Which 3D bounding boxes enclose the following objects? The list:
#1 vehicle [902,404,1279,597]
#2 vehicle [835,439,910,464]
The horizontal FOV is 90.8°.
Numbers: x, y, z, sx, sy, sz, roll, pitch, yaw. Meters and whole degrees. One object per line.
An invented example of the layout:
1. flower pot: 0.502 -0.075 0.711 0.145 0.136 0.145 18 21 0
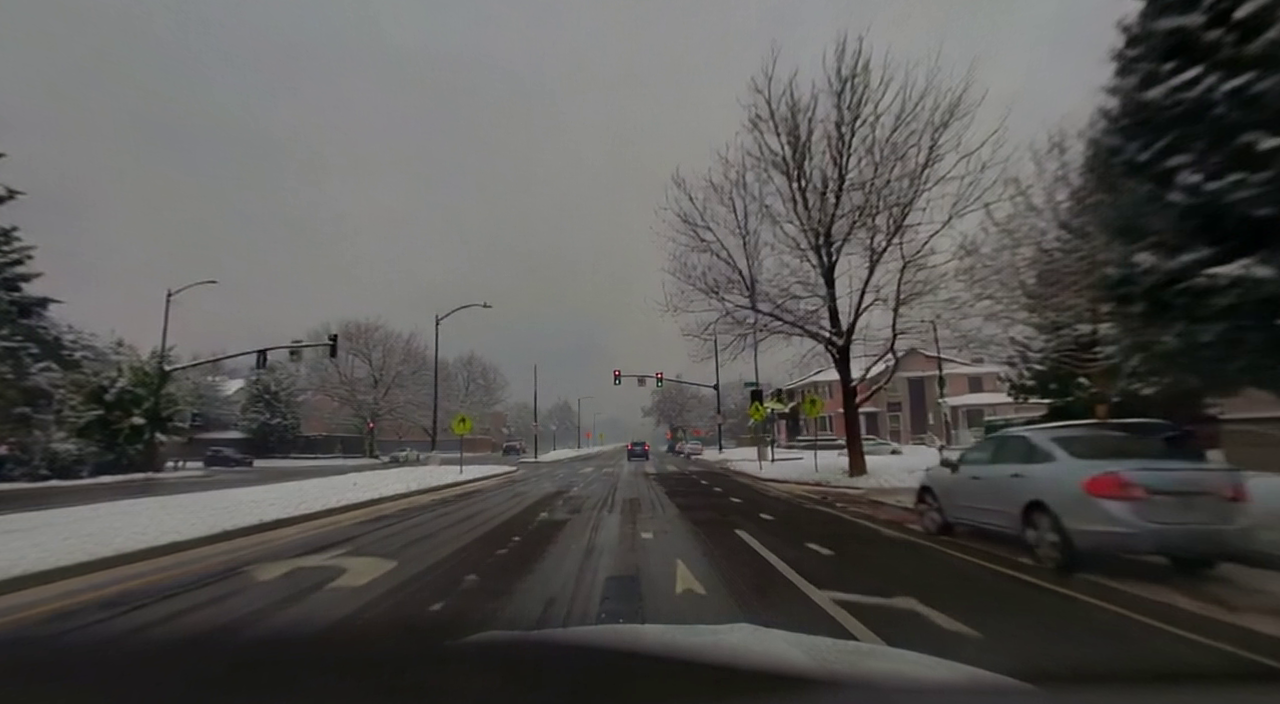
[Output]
1. vehicle: 5.510 1.738 8.208 2.070 1.710 4.964 0 -9 0
2. vehicle: 16.823 7.214 45.803 4.561 1.723 2.030 0 -9 -5
